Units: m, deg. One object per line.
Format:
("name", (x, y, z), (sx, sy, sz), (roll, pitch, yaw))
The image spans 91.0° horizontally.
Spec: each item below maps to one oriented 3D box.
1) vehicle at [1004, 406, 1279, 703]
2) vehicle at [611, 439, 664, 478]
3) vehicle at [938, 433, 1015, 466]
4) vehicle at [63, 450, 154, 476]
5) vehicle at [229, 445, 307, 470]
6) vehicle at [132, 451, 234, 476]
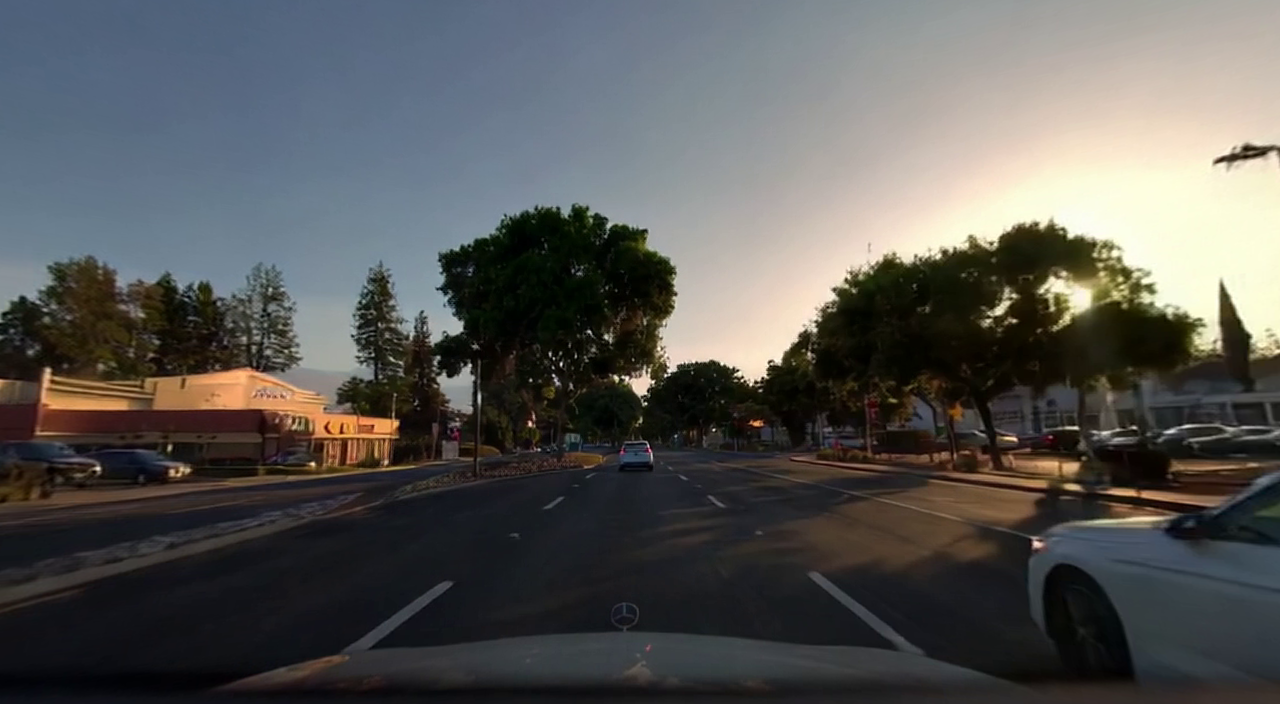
("vehicle", (3.805, 0.900, 2.262), (2.153, 1.456, 4.705), (0, -8, 0))
("vehicle", (-0.139, 4.300, 25.657), (1.998, 1.452, 3.773), (0, -8, -1))
("vehicle", (19.057, 5.555, 35.895), (1.894, 1.706, 4.583), (0, -8, 1))
("vehicle", (-32.836, 6.861, 39.091), (1.950, 1.466, 4.704), (1, -9, -7))
("vehicle", (-27.299, 7.744, 46.290), (4.519, 1.712, 1.932), (0, -8, 0))
("vehicle", (-27.505, 6.702, 37.969), (4.644, 1.437, 1.827), (0, -9, -2))
